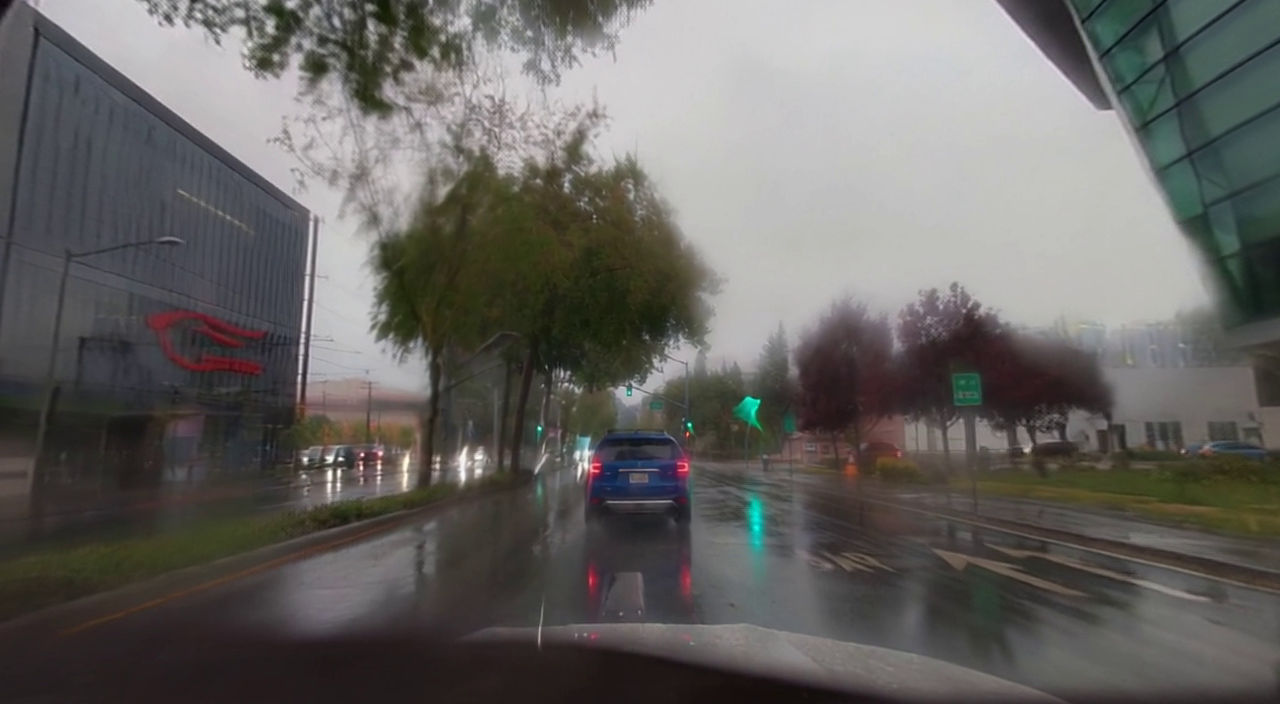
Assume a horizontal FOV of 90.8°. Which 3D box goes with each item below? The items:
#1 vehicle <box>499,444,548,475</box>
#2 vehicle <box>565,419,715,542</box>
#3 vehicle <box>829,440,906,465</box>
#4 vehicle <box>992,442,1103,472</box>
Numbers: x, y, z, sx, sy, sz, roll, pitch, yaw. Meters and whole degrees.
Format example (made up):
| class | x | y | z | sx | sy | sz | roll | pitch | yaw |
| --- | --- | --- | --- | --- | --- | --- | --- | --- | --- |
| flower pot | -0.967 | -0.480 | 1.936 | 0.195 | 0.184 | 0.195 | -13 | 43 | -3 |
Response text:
| class | x | y | z | sx | sy | sz | roll | pitch | yaw |
| --- | --- | --- | --- | --- | --- | --- | --- | --- | --- |
| vehicle | -6.584 | 6.101 | 36.113 | 2.028 | 1.655 | 4.189 | 0 | -9 | -1 |
| vehicle | -0.074 | 2.175 | 11.304 | 2.183 | 1.765 | 4.059 | 0 | -9 | -2 |
| vehicle | 15.112 | 6.708 | 42.164 | 4.422 | 1.563 | 1.751 | 0 | -9 | -2 |
| vehicle | 22.388 | 5.763 | 34.851 | 4.571 | 1.558 | 2.171 | 0 | -9 | -2 |
